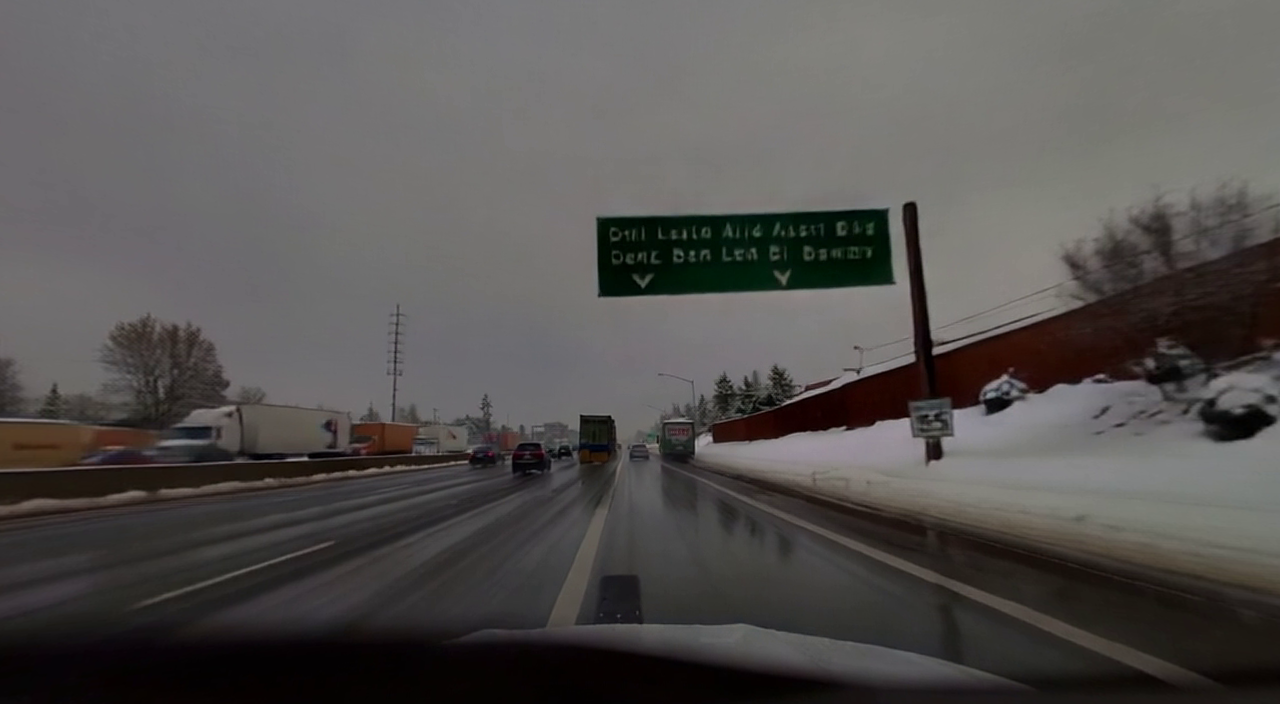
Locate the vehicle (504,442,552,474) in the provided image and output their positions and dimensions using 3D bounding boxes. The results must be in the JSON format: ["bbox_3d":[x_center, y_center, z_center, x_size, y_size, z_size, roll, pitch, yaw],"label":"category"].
[{"bbox_3d":[-6.228,5.960,35.736,2.132,1.679,4.045,0,-9,-2],"label":"vehicle"}]

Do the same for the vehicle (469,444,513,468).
[{"bbox_3d":[-11.031,7.726,47.179,2.129,1.717,4.593,0,-9,0],"label":"vehicle"}]

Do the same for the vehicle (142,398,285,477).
[{"bbox_3d":[-22.847,4.699,34.521,2.995,3.817,6.961,0,-9,-2],"label":"vehicle"}]

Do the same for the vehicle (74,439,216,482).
[{"bbox_3d":[-18.897,4.161,24.488,1.928,1.475,4.536,0,-9,-2],"label":"vehicle"}]
